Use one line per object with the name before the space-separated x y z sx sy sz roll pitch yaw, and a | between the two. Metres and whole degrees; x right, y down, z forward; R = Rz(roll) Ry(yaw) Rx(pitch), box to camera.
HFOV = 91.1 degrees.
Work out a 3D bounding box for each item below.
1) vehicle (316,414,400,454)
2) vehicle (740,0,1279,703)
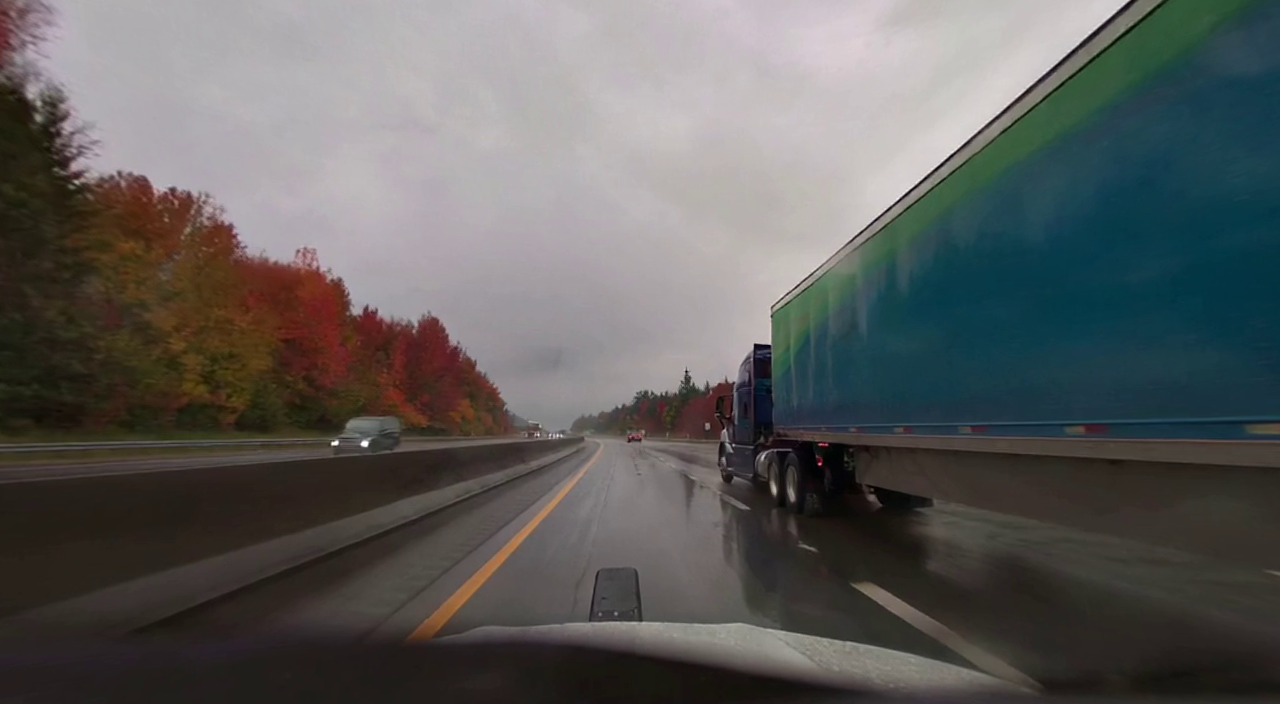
vehicle | -13.452 3.956 30.307 1.950 1.769 4.636 0 -8 -1
vehicle | 3.802 0.167 7.264 2.926 4.008 14.104 0 -8 0
